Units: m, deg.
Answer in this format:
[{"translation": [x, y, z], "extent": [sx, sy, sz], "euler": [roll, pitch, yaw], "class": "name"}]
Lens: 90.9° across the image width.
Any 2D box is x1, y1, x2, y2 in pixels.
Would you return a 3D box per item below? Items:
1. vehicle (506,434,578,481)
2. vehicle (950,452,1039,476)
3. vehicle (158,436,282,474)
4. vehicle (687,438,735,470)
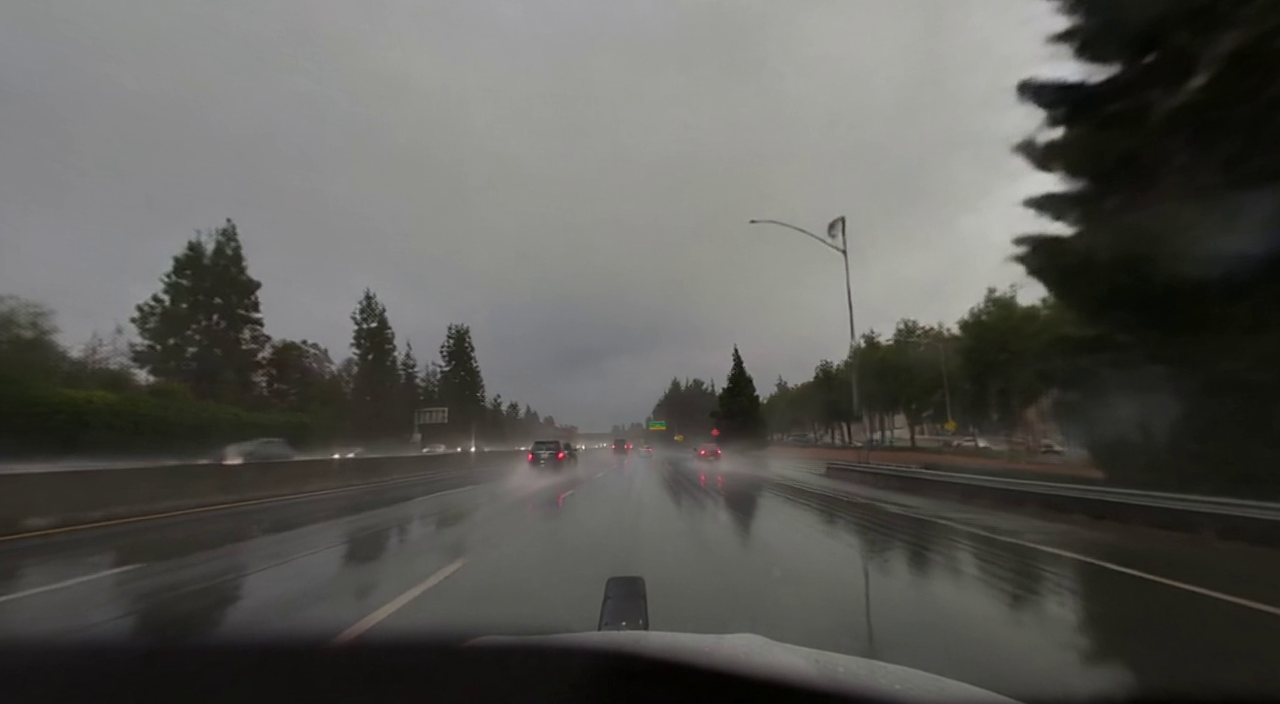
[{"translation": [-3.889, 4.305, 25.927], "extent": [2.196, 1.733, 4.355], "euler": [0, -8, 1], "class": "vehicle"}, {"translation": [22.900, 7.235, 40.834], "extent": [4.578, 1.468, 2.021], "euler": [0, -8, -4], "class": "vehicle"}, {"translation": [-20.977, 5.160, 31.927], "extent": [2.254, 1.745, 5.708], "euler": [0, -8, 1], "class": "vehicle"}, {"translation": [4.039, 5.860, 36.467], "extent": [2.229, 1.704, 4.392], "euler": [0, -8, 0], "class": "vehicle"}]
